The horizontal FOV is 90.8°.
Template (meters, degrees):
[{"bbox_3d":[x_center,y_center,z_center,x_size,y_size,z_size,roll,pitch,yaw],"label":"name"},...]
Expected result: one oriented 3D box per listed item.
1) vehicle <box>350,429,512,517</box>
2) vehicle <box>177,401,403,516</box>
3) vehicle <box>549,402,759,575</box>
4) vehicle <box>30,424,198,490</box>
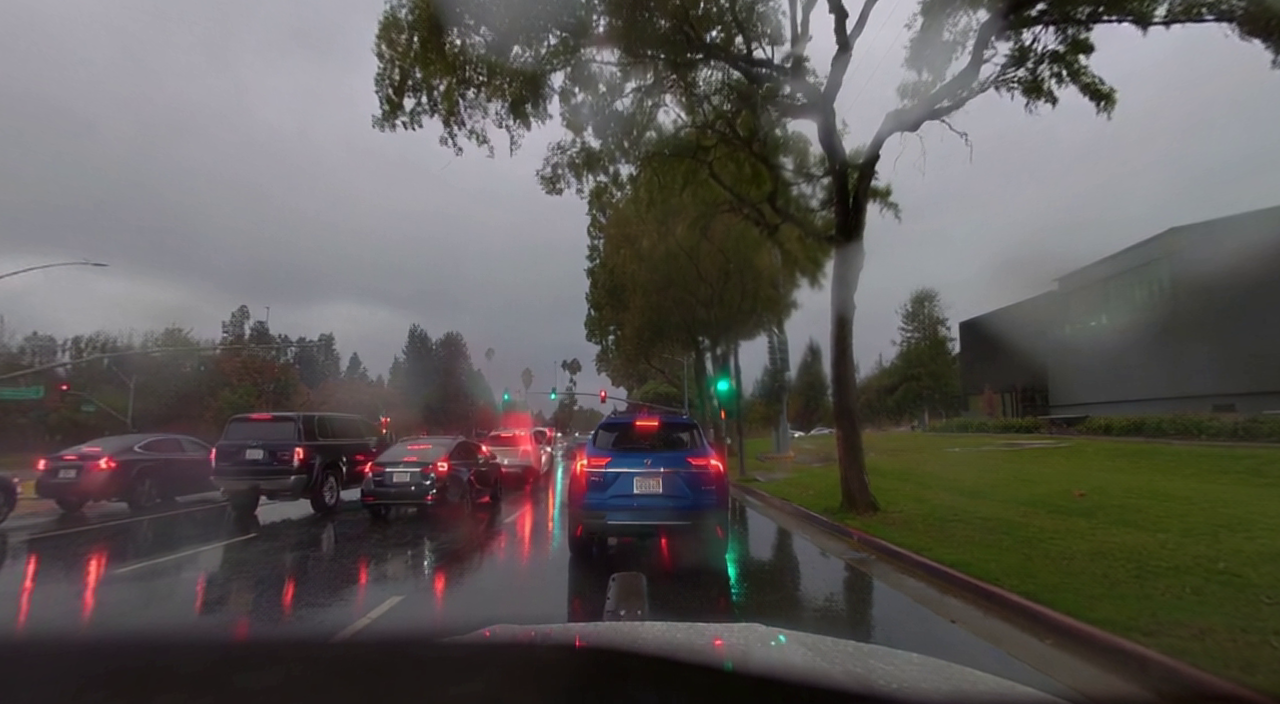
[{"bbox_3d":[-4.088,2.441,13.215,1.942,1.523,4.212,0,-9,0],"label":"vehicle"},{"bbox_3d":[-7.403,2.334,14.246,2.195,2.093,5.185,0,-9,-1],"label":"vehicle"},{"bbox_3d":[0.106,1.663,8.407,2.055,1.681,4.270,0,-9,-1],"label":"vehicle"},{"bbox_3d":[-17.682,3.551,21.599,2.136,1.976,4.342,0,-9,-4],"label":"vehicle"}]
